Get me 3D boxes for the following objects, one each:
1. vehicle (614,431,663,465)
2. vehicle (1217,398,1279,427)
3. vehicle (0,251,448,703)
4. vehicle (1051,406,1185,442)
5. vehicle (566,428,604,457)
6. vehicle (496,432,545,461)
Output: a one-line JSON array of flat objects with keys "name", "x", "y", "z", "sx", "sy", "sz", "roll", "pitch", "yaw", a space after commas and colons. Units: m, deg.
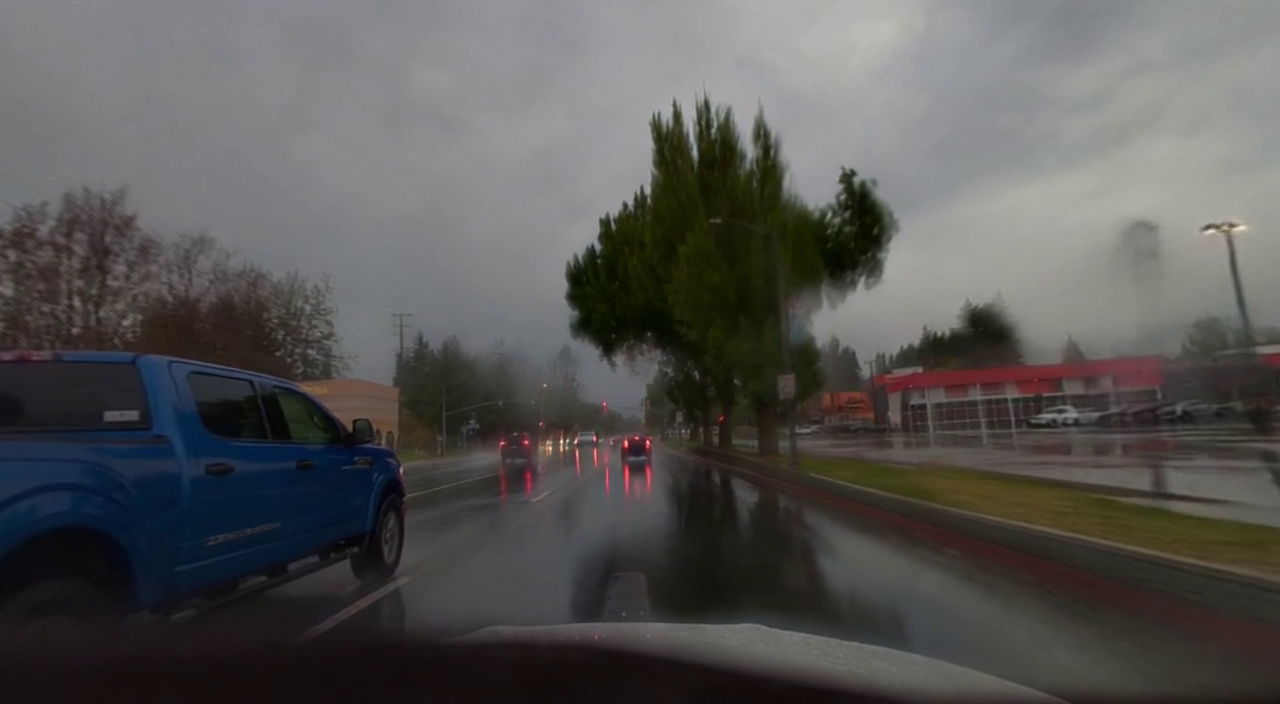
[{"name": "vehicle", "x": -0.086, "y": 4.673, "z": 30.611, "sx": 2.191, "sy": 1.530, "sz": 4.470, "roll": 0, "pitch": -8, "yaw": -1}, {"name": "vehicle", "x": 39.697, "y": 3.973, "z": 40.541, "sx": 4.665, "sy": 1.645, "sz": 2.163, "roll": 5, "pitch": -10, "yaw": -30}, {"name": "vehicle", "x": -3.581, "y": 0.863, "z": 3.618, "sx": 2.552, "sy": 2.079, "sz": 6.810, "roll": 0, "pitch": -8, "yaw": 2}, {"name": "vehicle", "x": 22.770, "y": 3.513, "z": 30.178, "sx": 4.767, "sy": 1.443, "sz": 1.978, "roll": -6, "pitch": -10, "yaw": 29}, {"name": "vehicle", "x": -3.875, "y": 6.503, "z": 45.099, "sx": 2.243, "sy": 1.976, "sz": 4.514, "roll": 0, "pitch": -8, "yaw": 1}, {"name": "vehicle", "x": -7.947, "y": 6.340, "z": 42.185, "sx": 2.146, "sy": 1.788, "sz": 5.153, "roll": 0, "pitch": -8, "yaw": 1}]
